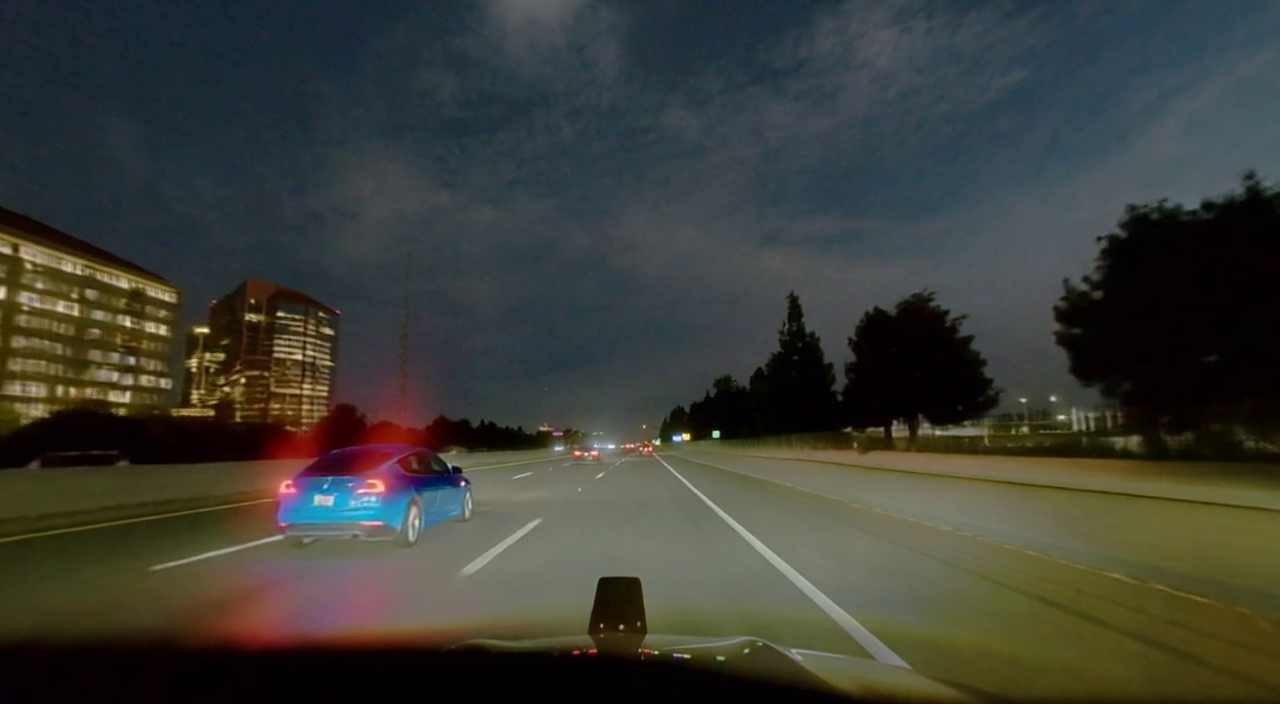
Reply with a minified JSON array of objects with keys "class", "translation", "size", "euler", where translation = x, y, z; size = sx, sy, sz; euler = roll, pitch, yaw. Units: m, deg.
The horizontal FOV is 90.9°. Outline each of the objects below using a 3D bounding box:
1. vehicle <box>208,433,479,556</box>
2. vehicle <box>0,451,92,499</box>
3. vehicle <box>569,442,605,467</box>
[{"class":"vehicle","translation":[-4.155,2.051,9.870],"size":[2.083,1.471,4.350],"euler":[0,-8,1]},{"class":"vehicle","translation":[-21.294,4.160,21.563],"size":[1.817,1.465,3.571],"euler":[0,-8,1]},{"class":"vehicle","translation":[-3.340,6.548,40.458],"size":[1.926,1.464,4.186],"euler":[0,-8,1]}]
